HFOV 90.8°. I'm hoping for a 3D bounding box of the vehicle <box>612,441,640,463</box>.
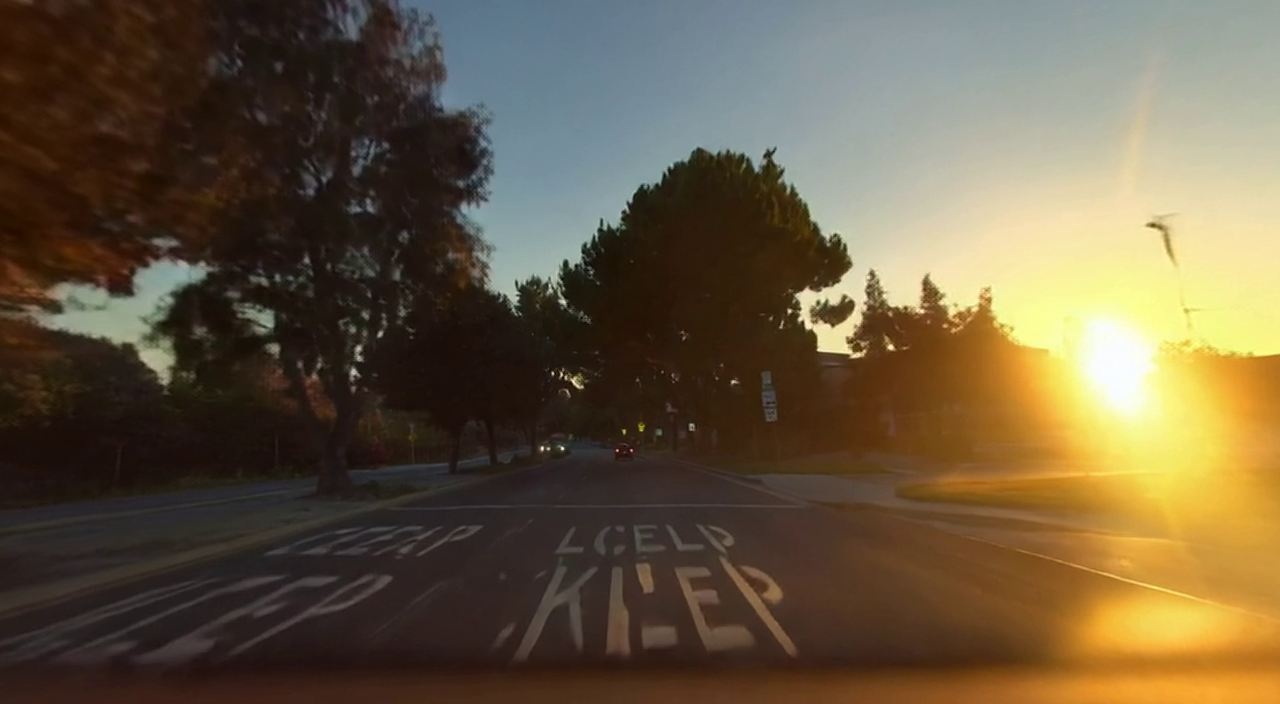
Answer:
[{"bbox_3d":[-1.089,7.616,48.256,2.045,1.613,4.210,0,-8,-1],"label":"vehicle"}]
